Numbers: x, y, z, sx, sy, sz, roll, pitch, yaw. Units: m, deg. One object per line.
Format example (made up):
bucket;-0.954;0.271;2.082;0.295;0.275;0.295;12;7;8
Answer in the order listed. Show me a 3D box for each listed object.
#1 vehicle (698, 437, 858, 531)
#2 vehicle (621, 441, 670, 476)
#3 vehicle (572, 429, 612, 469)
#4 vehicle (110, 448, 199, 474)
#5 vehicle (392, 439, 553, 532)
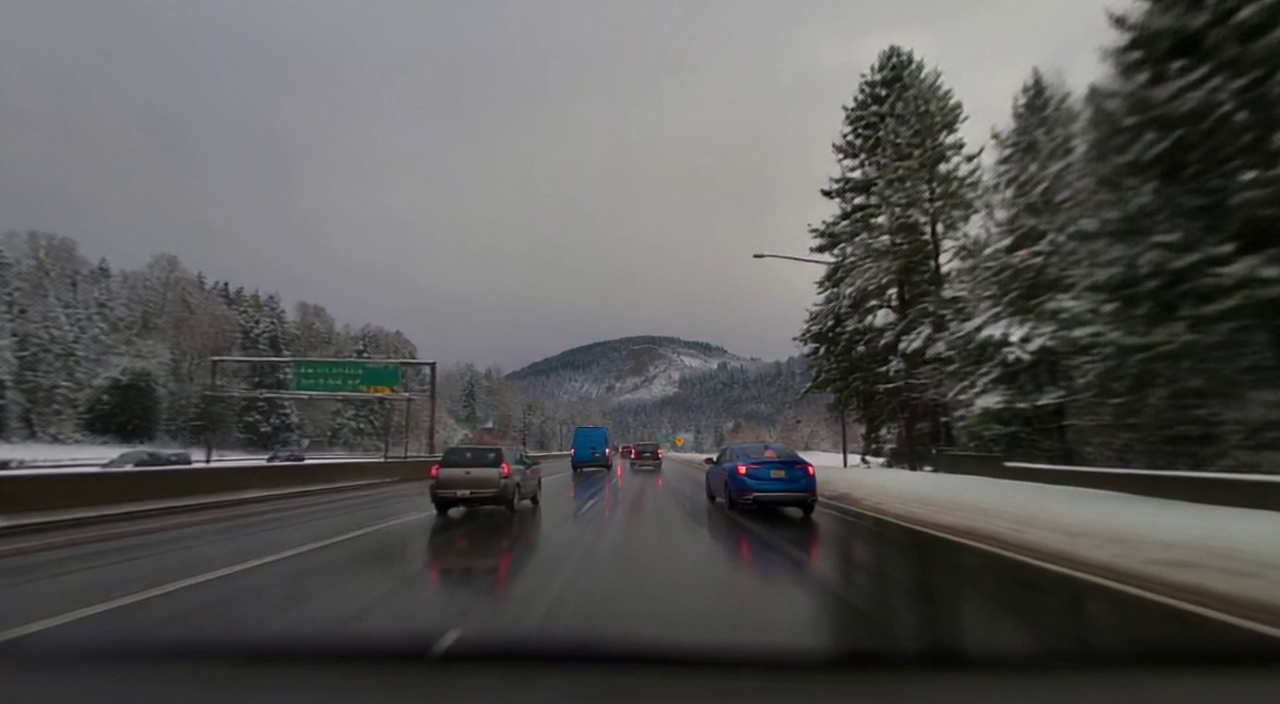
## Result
vehicle;2.455;2.478;12.518;2.050;1.491;4.362;0;-8;-2
vehicle;0.201;5.527;32.966;2.270;1.660;4.101;0;-8;-4
vehicle;-3.309;6.862;44.733;2.396;2.664;5.735;0;-9;0
vehicle;-34.271;7.676;44.752;1.974;1.677;5.416;0;-9;0
vehicle;-3.072;2.533;12.622;1.990;1.501;4.250;0;-8;1
